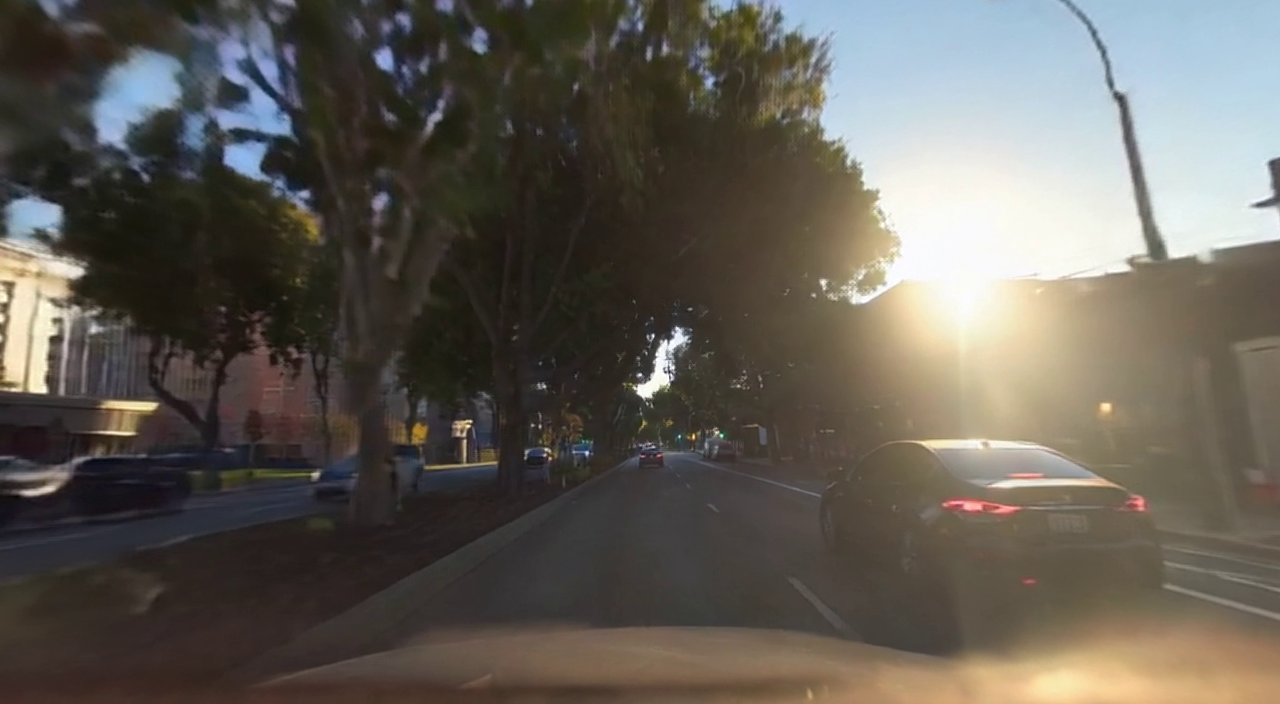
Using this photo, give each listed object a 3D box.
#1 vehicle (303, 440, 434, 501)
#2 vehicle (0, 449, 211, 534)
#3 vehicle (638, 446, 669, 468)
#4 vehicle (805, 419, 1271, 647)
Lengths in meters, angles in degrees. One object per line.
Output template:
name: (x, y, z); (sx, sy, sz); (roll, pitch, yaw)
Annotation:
vehicle: (-8.208, 3.585, 19.602); (2.013, 1.637, 4.479); (-1, -8, 1)
vehicle: (-12.022, 3.015, 14.149); (1.869, 1.529, 4.355); (-2, -9, -3)
vehicle: (0.859, 6.857, 41.433); (1.945, 1.343, 3.827); (0, -8, 0)
vehicle: (3.204, 1.514, 6.306); (1.989, 1.498, 4.050); (0, -8, 0)
